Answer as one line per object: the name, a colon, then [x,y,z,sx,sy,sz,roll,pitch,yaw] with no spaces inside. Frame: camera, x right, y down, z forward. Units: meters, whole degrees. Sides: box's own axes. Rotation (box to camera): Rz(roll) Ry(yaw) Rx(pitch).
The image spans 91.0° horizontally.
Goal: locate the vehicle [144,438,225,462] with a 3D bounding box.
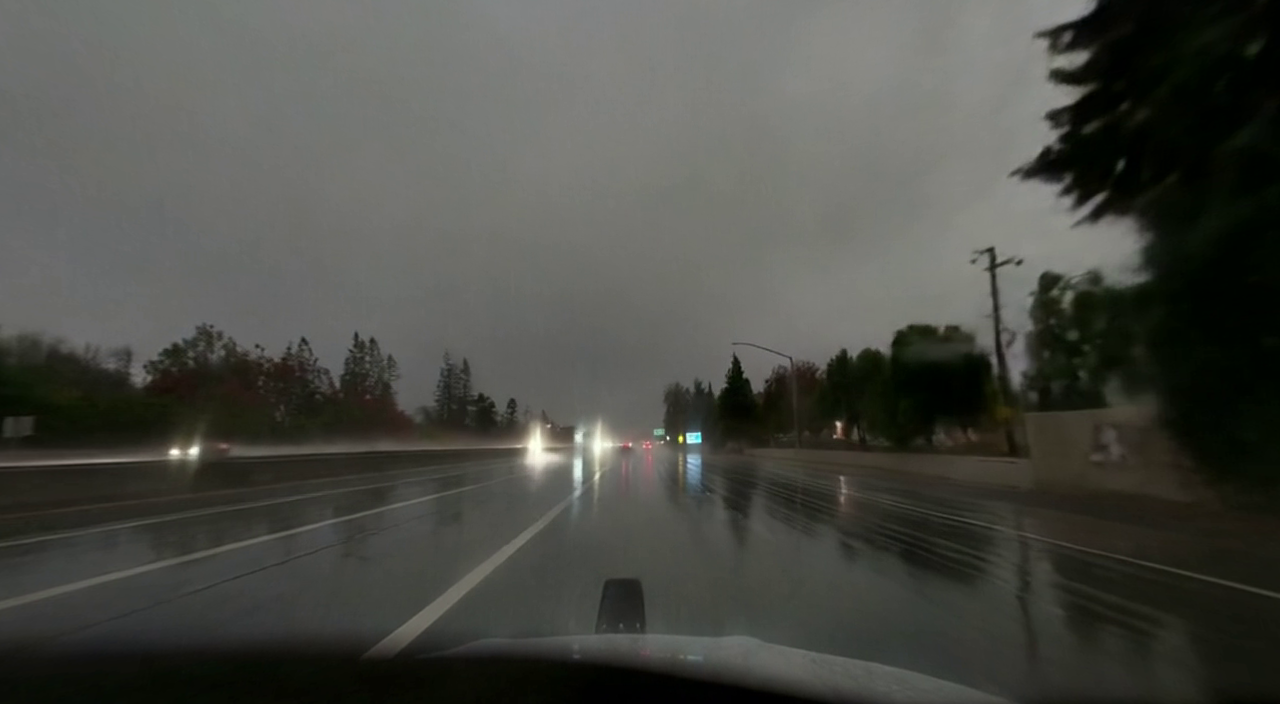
vehicle: [-35.957,7.788,49.935,2.097,1.760,5.630,0,-9,1]
